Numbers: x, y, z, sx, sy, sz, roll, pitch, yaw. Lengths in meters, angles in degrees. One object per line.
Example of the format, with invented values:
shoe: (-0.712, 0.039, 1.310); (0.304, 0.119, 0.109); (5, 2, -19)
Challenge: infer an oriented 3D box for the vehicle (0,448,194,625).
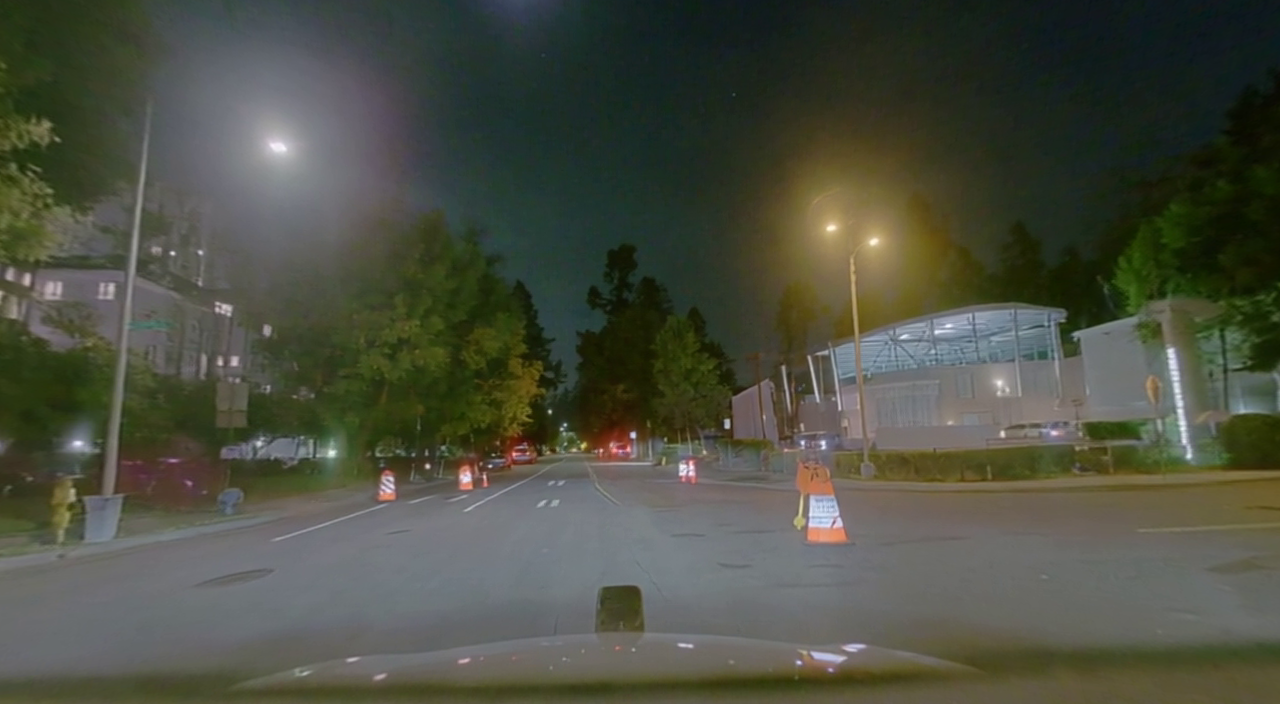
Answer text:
vehicle: (-7.652, 1.676, 5.258); (2.961, 1.701, 7.563); (1, -8, -5)

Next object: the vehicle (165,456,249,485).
vehicle: (-23.607, 6.452, 34.665); (1.771, 1.432, 4.363); (1, -8, -5)
